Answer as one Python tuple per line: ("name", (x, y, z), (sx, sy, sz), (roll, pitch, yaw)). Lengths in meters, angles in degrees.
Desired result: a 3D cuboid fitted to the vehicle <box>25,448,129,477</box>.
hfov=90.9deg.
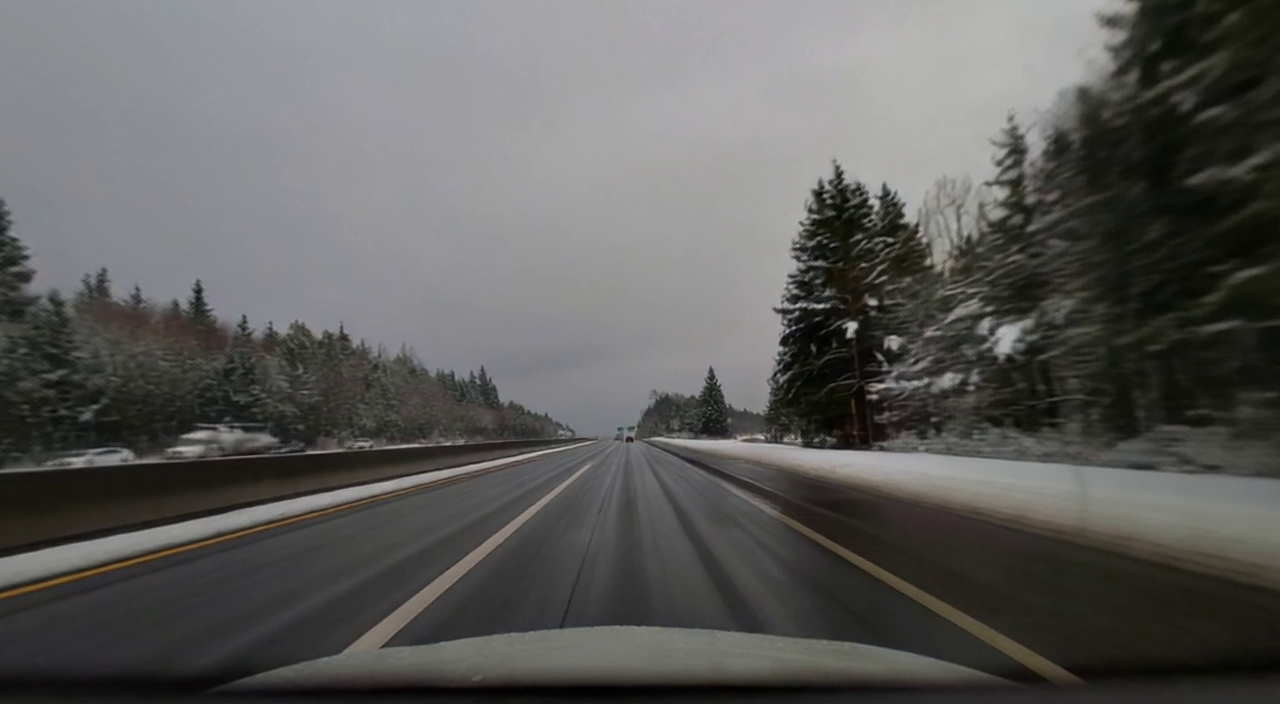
("vehicle", (-32.487, 6.355, 36.542), (1.789, 1.443, 4.592), (0, -8, 0))
